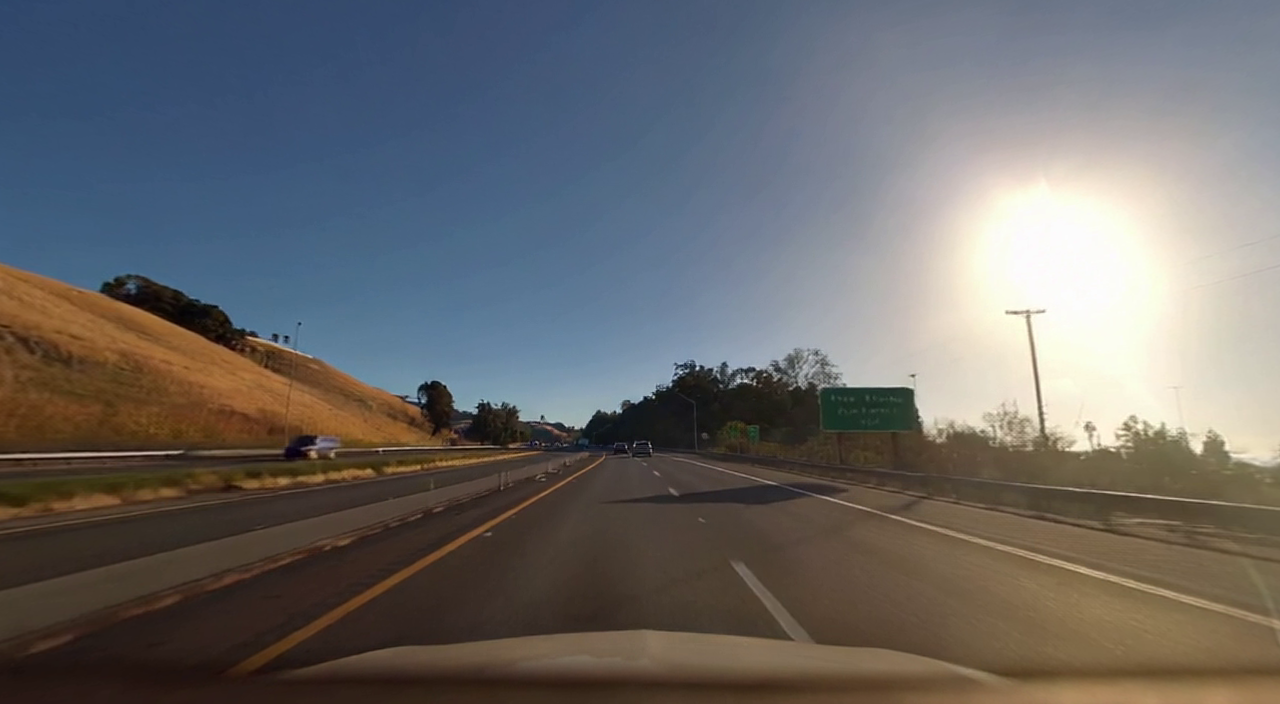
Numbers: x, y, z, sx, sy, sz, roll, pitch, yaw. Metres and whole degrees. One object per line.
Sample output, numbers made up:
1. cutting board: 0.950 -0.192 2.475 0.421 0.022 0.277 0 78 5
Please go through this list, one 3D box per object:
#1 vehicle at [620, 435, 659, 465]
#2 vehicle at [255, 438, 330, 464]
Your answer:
1. vehicle: -0.104 6.615 42.653 2.431 1.916 4.808 0 -8 -3
2. vehicle: -21.293 6.093 38.897 1.977 1.487 4.720 0 -9 -1
